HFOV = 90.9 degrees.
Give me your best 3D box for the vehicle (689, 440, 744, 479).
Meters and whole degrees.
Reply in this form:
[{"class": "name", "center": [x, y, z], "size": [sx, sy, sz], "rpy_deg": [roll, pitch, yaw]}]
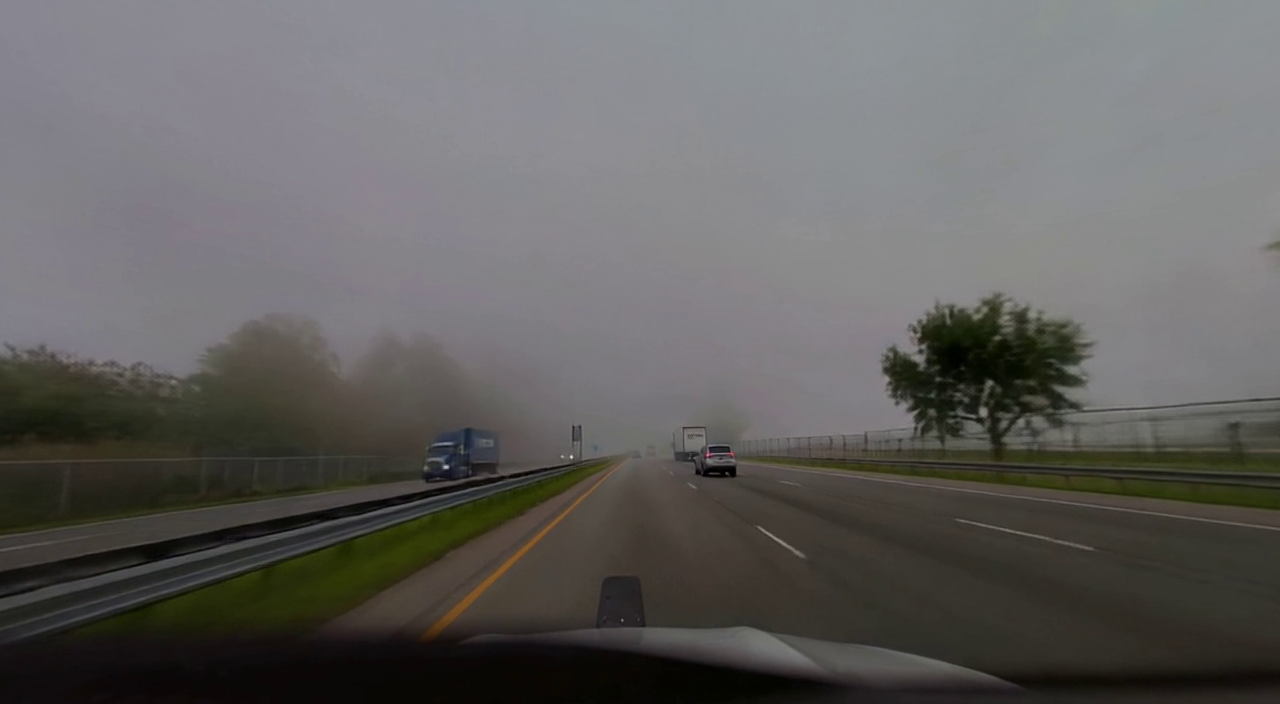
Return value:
[{"class": "vehicle", "center": [3.696, 5.290, 31.210], "size": [2.093, 1.742, 4.167], "rpy_deg": [0, -9, -1]}]
